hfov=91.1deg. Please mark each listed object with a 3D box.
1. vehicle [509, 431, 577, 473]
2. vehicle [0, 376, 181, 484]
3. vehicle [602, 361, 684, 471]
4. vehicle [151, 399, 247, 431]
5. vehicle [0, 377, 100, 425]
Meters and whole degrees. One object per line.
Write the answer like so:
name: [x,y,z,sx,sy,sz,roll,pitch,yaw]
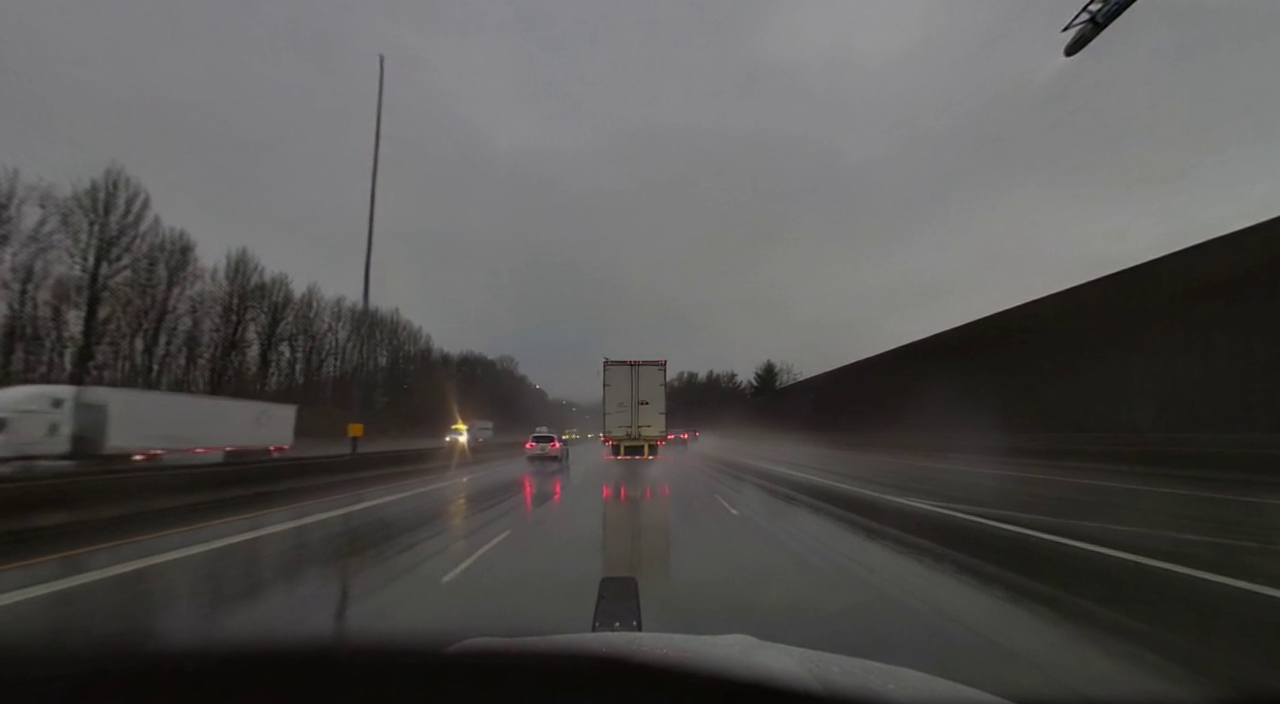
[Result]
vehicle: [-3.785,3.992,25.361,2.005,1.521,4.454,0,-8,0]
vehicle: [-25.305,3.433,27.116,3.074,3.969,10.465,0,-8,0]
vehicle: [0.076,3.429,31.172,2.965,3.972,16.689,0,-8,0]
vehicle: [-25.345,3.708,36.416,1.830,1.638,5.285,0,-8,-1]
vehicle: [-25.288,2.067,25.677,2.062,1.683,4.981,0,-8,0]
